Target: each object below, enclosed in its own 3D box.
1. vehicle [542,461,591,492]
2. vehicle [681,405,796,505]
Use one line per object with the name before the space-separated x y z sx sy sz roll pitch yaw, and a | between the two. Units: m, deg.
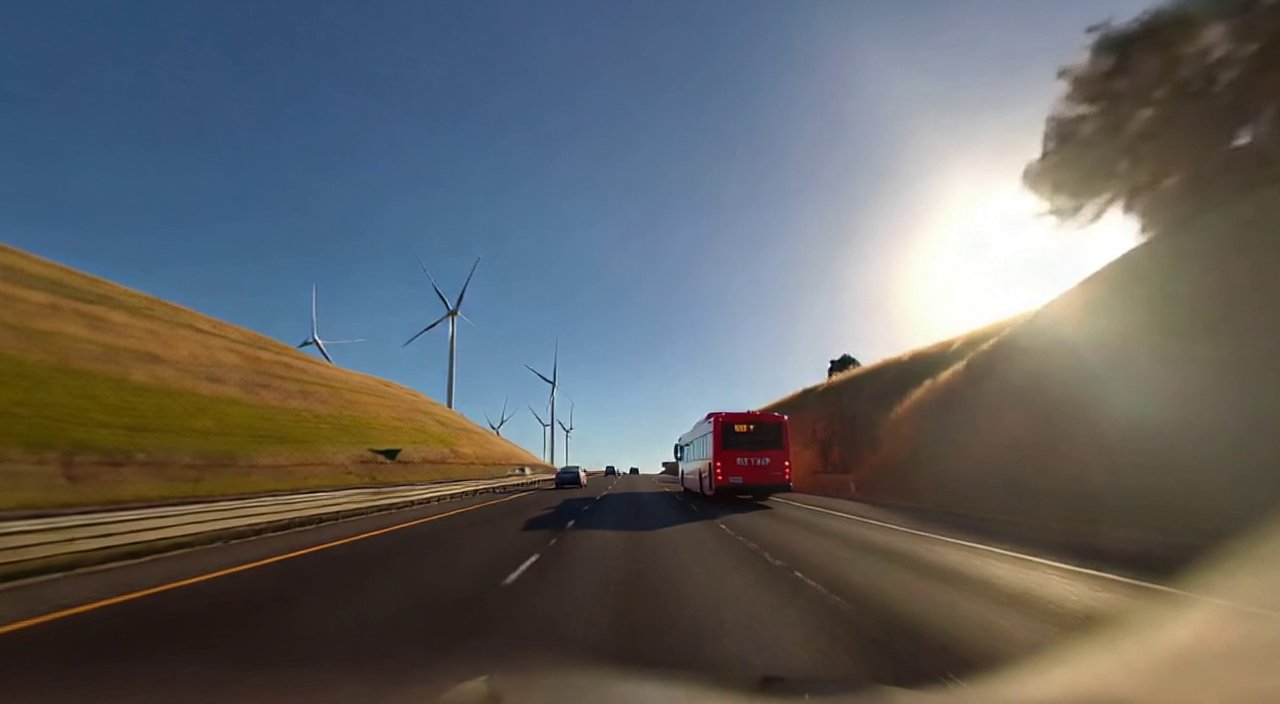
vehicle | -4.005 6.899 34.944 2.213 1.568 4.274 1 -11 -1
vehicle | 4.031 5.047 30.088 2.941 3.574 14.463 1 -11 -1
